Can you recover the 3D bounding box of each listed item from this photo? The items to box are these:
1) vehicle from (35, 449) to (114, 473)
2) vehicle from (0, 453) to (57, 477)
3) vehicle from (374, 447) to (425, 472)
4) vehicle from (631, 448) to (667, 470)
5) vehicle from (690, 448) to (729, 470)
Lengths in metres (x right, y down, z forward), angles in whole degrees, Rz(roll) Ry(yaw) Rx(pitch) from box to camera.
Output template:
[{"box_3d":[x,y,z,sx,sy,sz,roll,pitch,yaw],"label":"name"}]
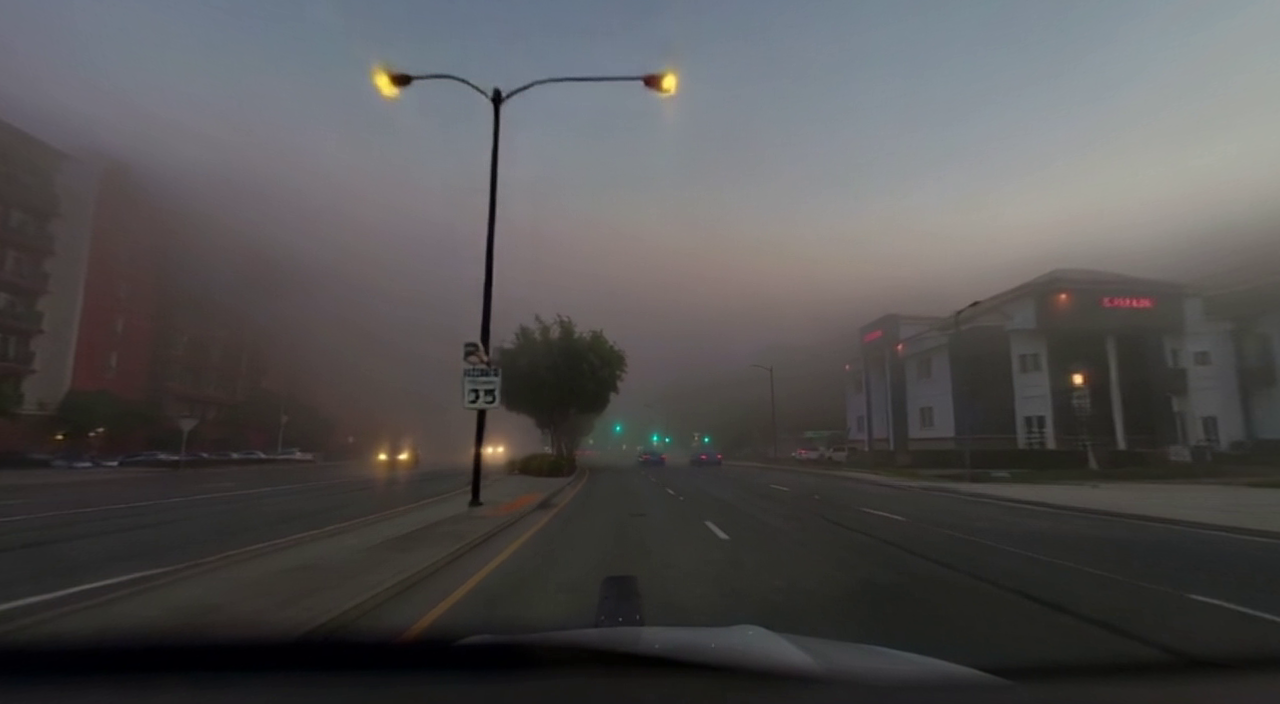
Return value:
[{"box_3d":[-40.694,7.833,45.616,1.847,1.627,4.481,1,-9,-6],"label":"vehicle"},{"box_3d":[-40.115,7.145,40.218,1.789,1.445,4.752,0,-9,-5],"label":"vehicle"},{"box_3d":[-15.418,6.881,40.737,1.915,1.483,4.210,0,-9,-5],"label":"vehicle"},{"box_3d":[0.544,7.563,44.943,2.020,1.479,4.650,1,-9,-6],"label":"vehicle"},{"box_3d":[4.867,7.582,44.854,1.932,1.439,4.159,1,-9,-6],"label":"vehicle"}]
